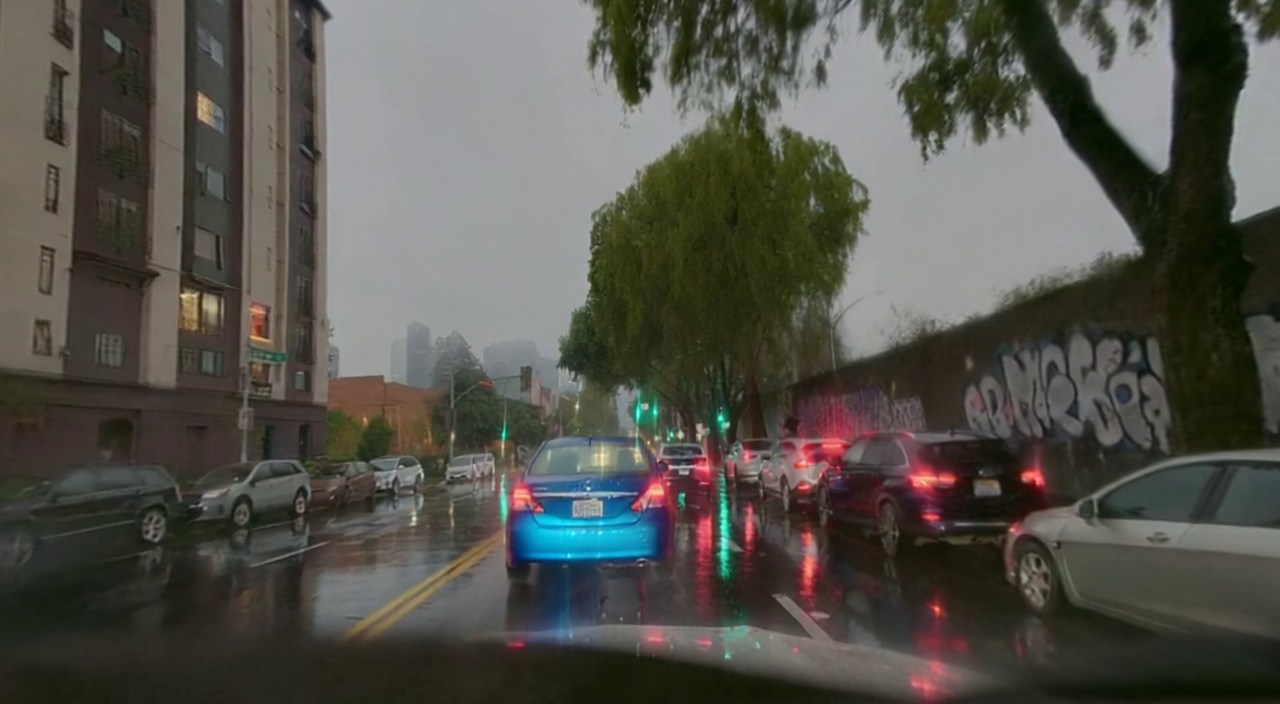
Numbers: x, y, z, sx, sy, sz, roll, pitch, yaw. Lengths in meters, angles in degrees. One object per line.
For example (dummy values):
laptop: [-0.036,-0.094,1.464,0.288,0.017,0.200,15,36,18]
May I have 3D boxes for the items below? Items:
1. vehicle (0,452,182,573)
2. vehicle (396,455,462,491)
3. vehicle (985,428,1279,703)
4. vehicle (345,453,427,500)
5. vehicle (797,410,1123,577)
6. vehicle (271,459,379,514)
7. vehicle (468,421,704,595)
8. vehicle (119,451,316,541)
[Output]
vehicle: [-10.859,2.834,11.264,1.988,1.781,4.827,-7,-8,-4]
vehicle: [-11.102,6.367,33.641,1.931,1.499,4.645,-6,-8,-2]
vehicle: [4.241,1.272,3.634,1.955,1.535,4.266,3,-9,-3]
vehicle: [-11.031,5.398,27.739,1.822,1.639,4.144,-6,-8,0]
vehicle: [4.203,1.948,9.667,2.097,1.811,5.230,0,-8,-2]
vehicle: [-11.018,4.680,22.452,1.741,1.506,4.370,-5,-8,-2]
vehicle: [-0.505,1.760,8.056,2.166,1.579,4.300,0,-8,0]
vehicle: [-10.893,3.662,16.785,2.276,1.741,4.439,-6,-8,-1]
